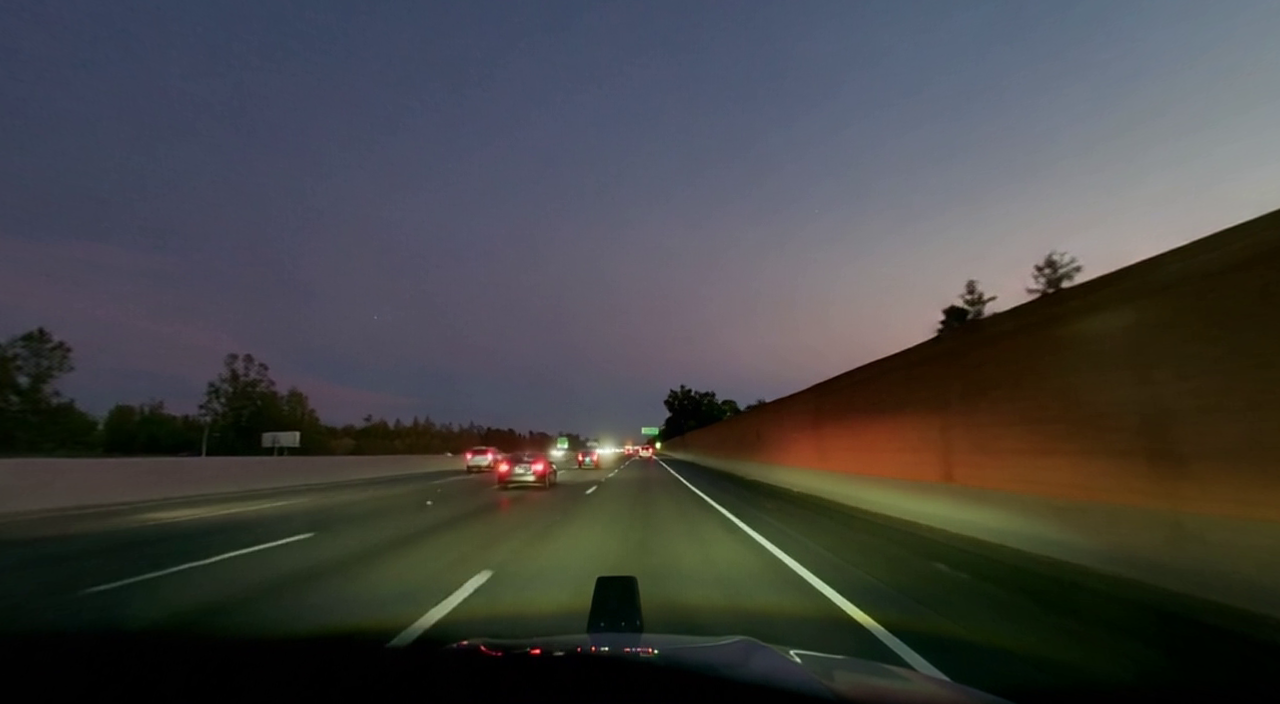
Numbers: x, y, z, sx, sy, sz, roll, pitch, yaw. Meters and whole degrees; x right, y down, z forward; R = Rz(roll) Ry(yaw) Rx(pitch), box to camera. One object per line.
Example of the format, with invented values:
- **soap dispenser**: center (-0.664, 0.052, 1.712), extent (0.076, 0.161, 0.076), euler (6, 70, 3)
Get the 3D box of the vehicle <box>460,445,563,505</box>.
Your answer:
- **vehicle**: center (-3.608, 3.532, 18.598), extent (1.945, 1.484, 4.803), euler (-1, -9, 1)
